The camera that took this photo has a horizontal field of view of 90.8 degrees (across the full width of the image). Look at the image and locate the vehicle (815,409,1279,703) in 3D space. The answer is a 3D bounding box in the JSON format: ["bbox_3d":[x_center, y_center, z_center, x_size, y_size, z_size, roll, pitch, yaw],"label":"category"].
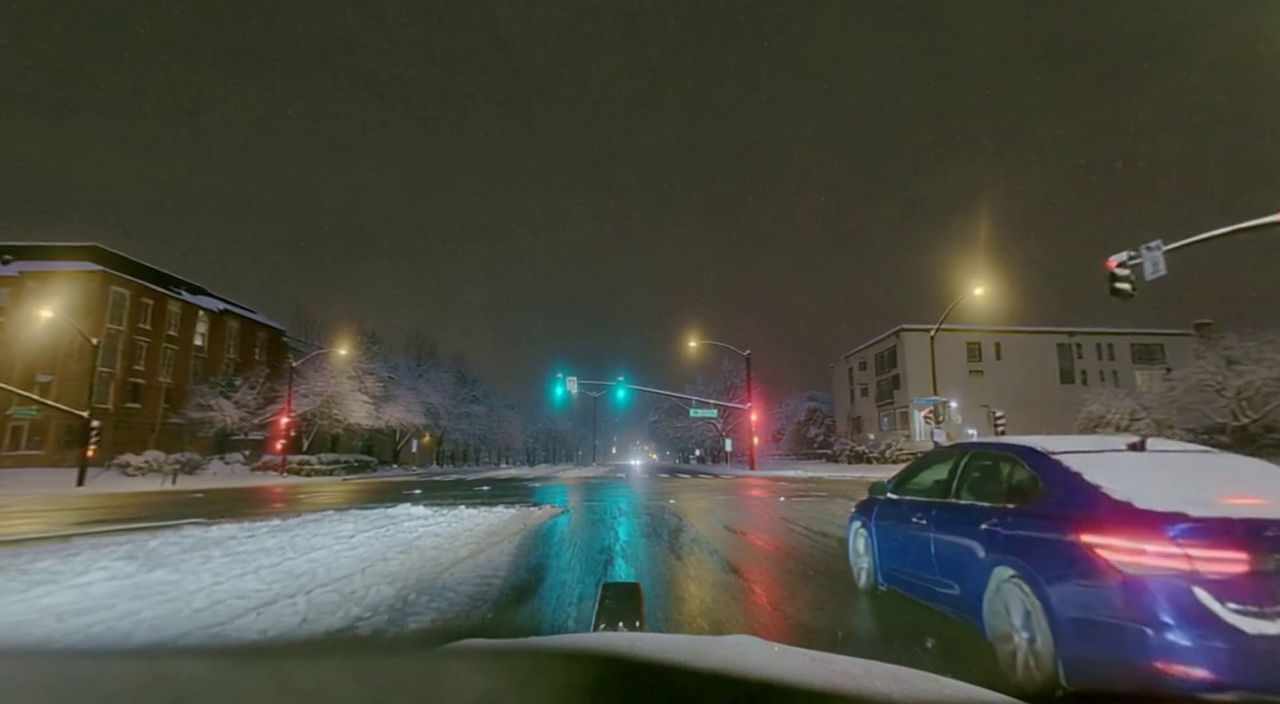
[{"bbox_3d":[3.143,1.356,4.952,2.089,1.539,4.767,0,-9,-1],"label":"vehicle"}]
